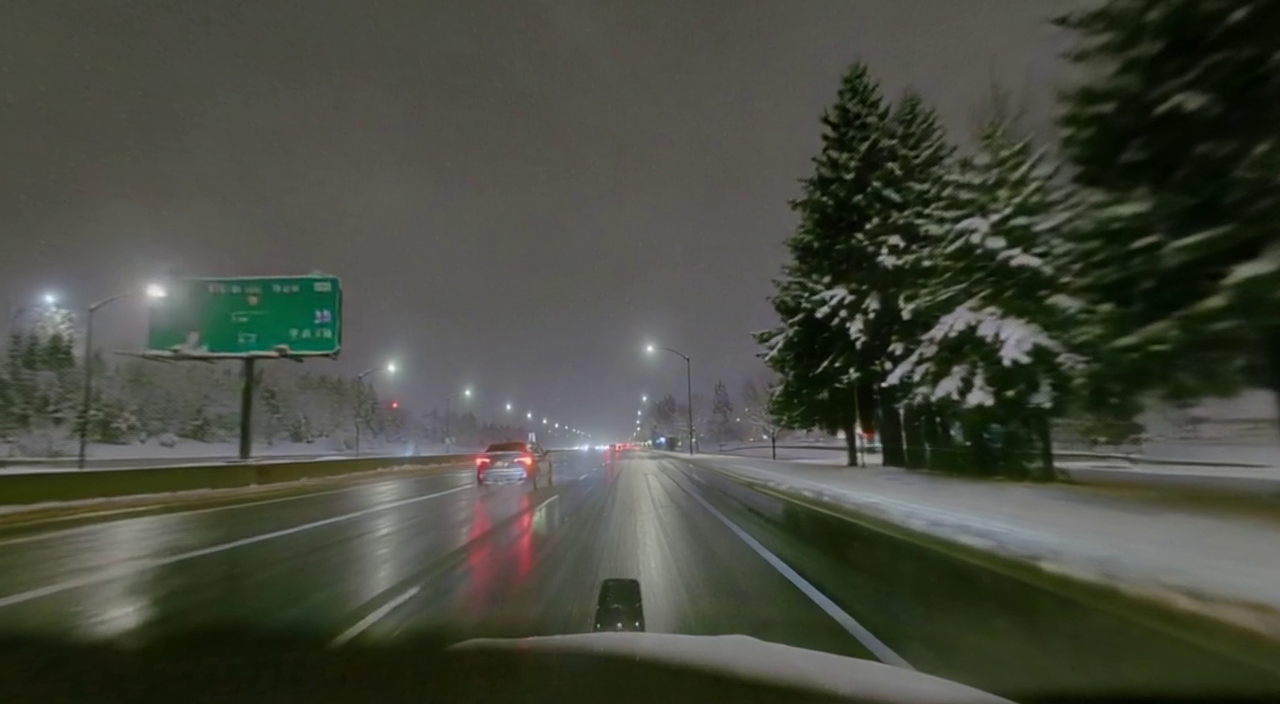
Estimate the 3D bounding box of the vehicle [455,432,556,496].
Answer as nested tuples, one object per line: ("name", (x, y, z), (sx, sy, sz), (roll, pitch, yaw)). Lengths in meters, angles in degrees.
("vehicle", (-4.073, 3.461, 20.047), (2.150, 1.761, 4.697), (0, -8, 0))
